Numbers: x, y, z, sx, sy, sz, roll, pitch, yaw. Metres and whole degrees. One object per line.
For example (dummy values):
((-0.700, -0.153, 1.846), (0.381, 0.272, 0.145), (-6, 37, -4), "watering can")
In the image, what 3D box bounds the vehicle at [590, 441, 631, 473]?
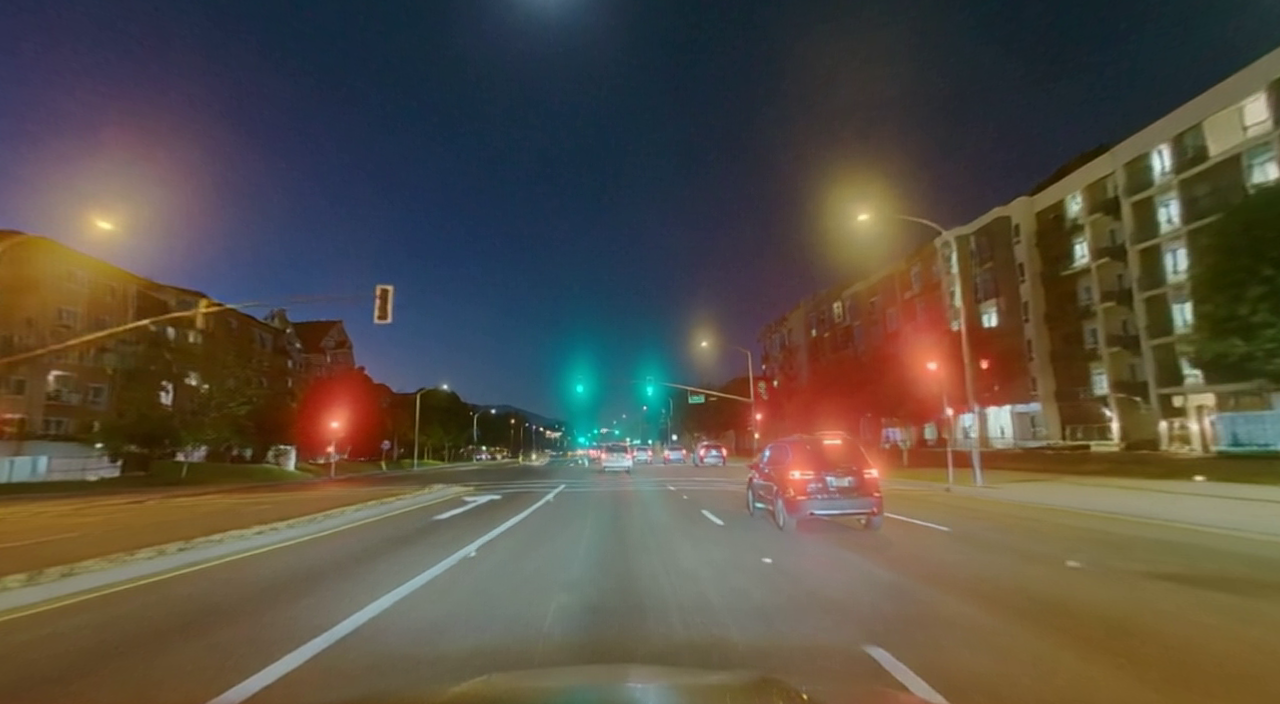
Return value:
((-1.571, 5.698, 34.510), (2.101, 1.641, 4.341), (0, -9, -2), "vehicle")

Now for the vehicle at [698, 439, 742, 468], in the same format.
((5.432, 6.980, 43.652), (2.052, 1.886, 5.297), (1, -9, -4), "vehicle")

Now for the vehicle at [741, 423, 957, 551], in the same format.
((3.142, 2.131, 10.729), (1.893, 1.664, 4.670), (0, -9, -2), "vehicle")
